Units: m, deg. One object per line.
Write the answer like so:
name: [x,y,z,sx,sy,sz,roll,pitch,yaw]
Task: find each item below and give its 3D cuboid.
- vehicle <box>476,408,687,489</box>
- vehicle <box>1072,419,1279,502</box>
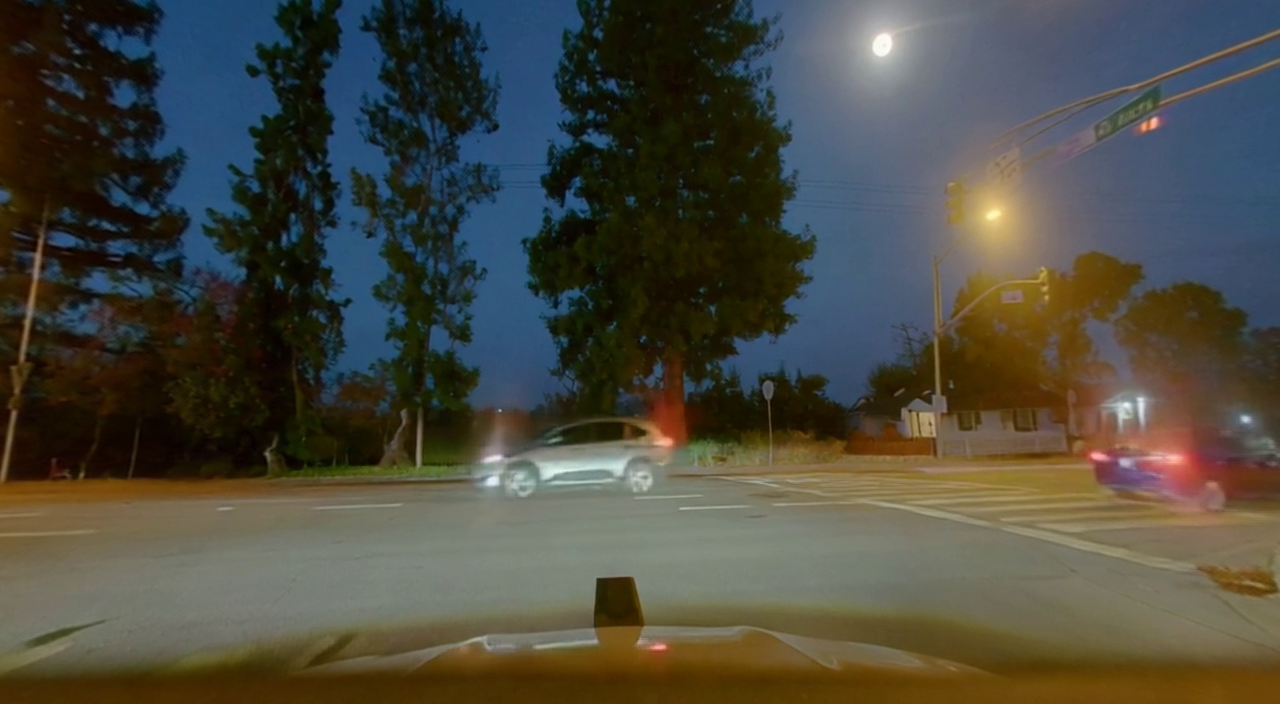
vehicle: [-1.503,2.402,15.893,4.882,1.783,2.093,3,-9,-18]
vehicle: [11.170,2.067,12.299,4.517,1.419,1.836,2,-9,-12]
